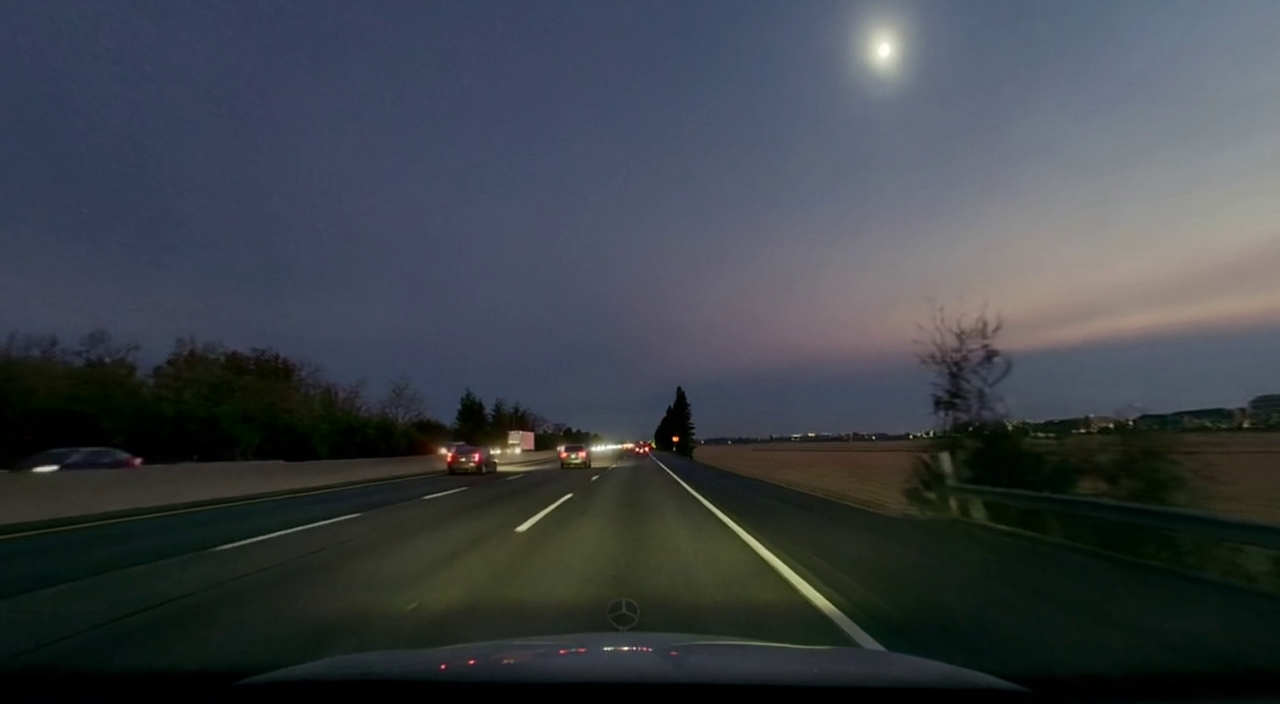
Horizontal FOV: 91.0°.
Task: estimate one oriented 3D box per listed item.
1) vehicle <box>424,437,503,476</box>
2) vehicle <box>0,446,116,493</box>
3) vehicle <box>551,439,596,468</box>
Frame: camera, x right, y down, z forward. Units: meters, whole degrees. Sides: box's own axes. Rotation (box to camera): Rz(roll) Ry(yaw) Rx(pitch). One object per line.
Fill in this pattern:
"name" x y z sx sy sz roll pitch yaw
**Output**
"vehicle" -7.529 4.522 27.378 2.034 1.523 4.627 0 -8 1
"vehicle" -22.404 4.275 23.291 1.966 1.559 4.660 0 -8 1
"vehicle" -3.901 6.104 37.959 2.083 1.588 4.801 0 -8 1
